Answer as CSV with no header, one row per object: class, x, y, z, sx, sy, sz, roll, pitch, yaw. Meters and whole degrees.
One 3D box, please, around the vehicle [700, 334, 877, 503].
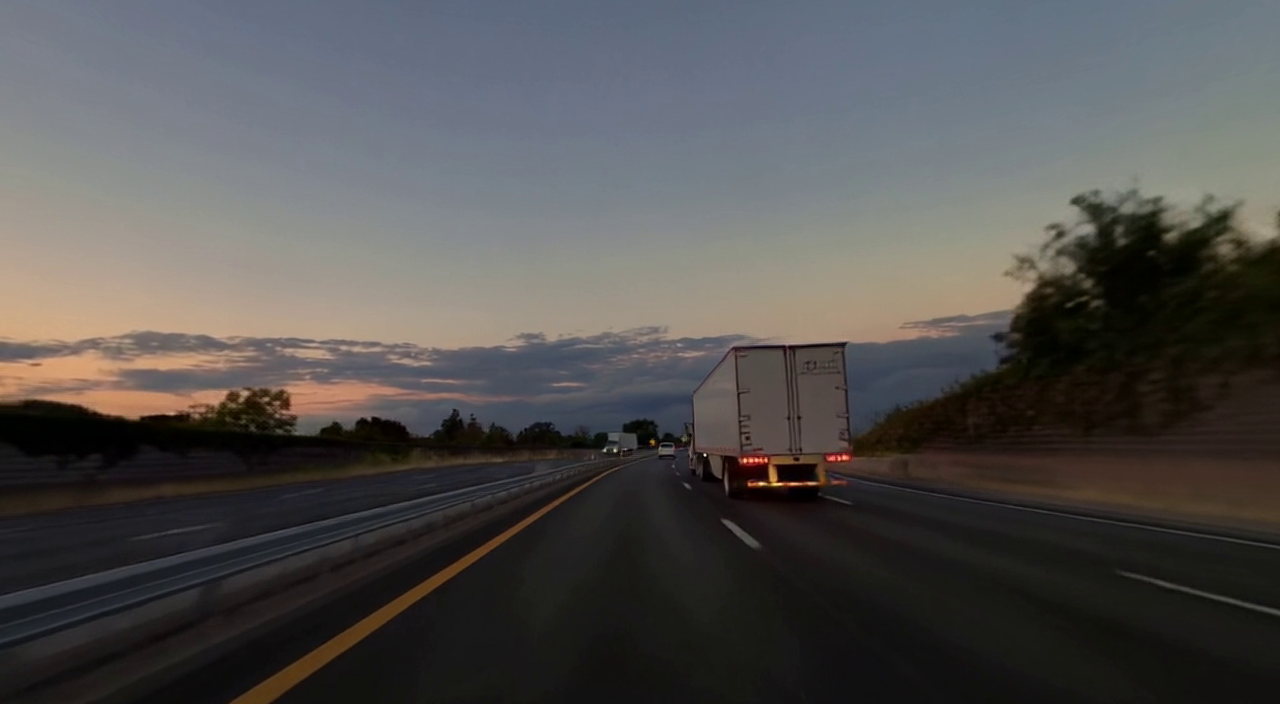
vehicle,4.109,2.500,21.287,2.965,4.028,12.529,-1,-9,0
